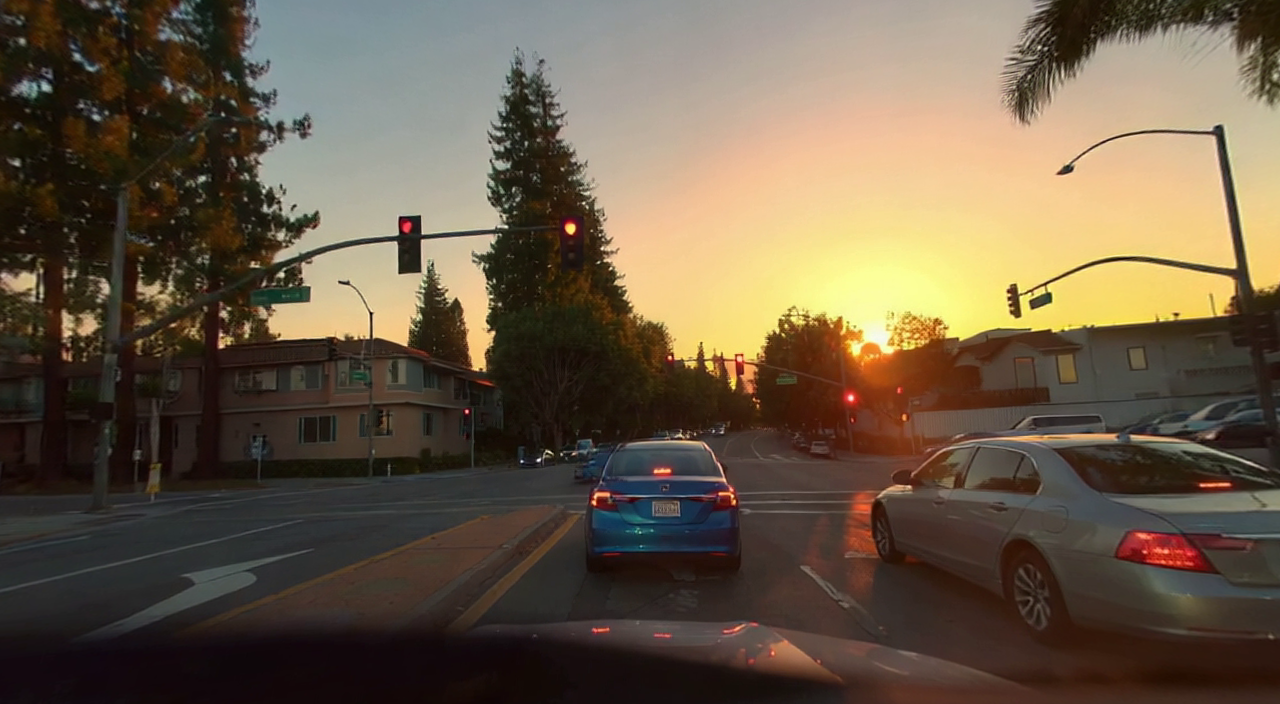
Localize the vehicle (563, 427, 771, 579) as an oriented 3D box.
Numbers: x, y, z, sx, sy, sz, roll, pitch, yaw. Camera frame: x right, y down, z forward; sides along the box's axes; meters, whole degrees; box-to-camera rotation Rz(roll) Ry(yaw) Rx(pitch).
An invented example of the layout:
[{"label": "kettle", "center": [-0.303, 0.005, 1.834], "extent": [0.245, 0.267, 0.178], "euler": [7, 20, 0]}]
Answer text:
[{"label": "vehicle", "center": [0.305, 1.816, 8.326], "extent": [2.090, 1.505, 3.756], "euler": [-1, -9, 1]}]

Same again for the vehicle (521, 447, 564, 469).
[{"label": "vehicle", "center": [-6.923, 7.581, 45.291], "extent": [2.093, 1.476, 4.278], "euler": [-1, -9, 4]}]

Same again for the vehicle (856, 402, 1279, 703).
[{"label": "vehicle", "center": [3.659, 1.338, 5.442], "extent": [1.888, 1.486, 4.681], "euler": [0, -9, -1]}]
